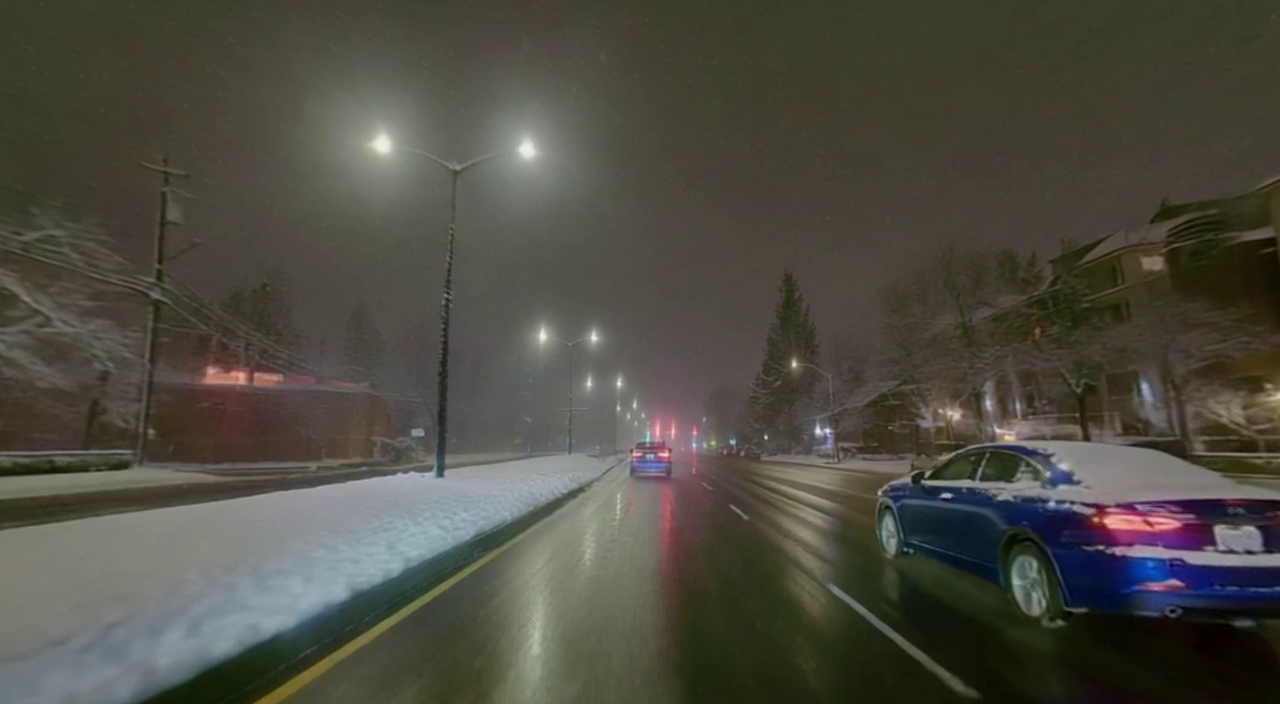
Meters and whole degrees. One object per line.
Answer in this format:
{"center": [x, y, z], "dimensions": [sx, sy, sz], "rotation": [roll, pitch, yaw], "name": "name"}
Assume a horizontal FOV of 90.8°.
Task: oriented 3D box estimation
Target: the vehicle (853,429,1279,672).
{"center": [3.782, 1.501, 5.999], "dimensions": [1.918, 1.418, 4.360], "rotation": [0, -8, -1], "name": "vehicle"}

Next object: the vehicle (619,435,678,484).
{"center": [0.250, 4.134, 24.620], "dimensions": [2.085, 1.693, 4.301], "rotation": [0, -8, -2], "name": "vehicle"}
